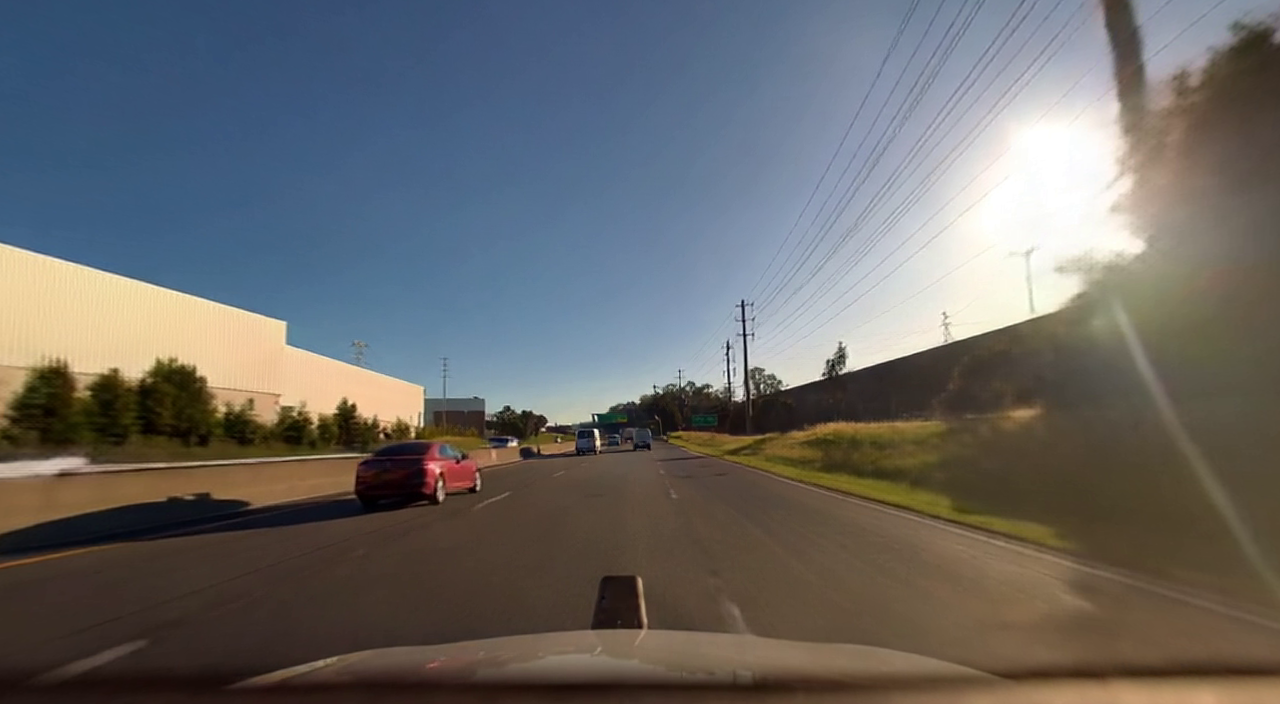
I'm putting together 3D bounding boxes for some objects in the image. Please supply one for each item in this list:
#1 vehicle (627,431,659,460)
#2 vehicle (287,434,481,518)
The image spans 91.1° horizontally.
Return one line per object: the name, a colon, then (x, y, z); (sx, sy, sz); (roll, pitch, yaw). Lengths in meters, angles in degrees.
vehicle: (0.175, 6.754, 45.741); (2.213, 1.997, 4.456); (0, -8, -1)
vehicle: (-5.133, 2.524, 13.547); (2.087, 1.464, 4.853); (0, -8, 1)
